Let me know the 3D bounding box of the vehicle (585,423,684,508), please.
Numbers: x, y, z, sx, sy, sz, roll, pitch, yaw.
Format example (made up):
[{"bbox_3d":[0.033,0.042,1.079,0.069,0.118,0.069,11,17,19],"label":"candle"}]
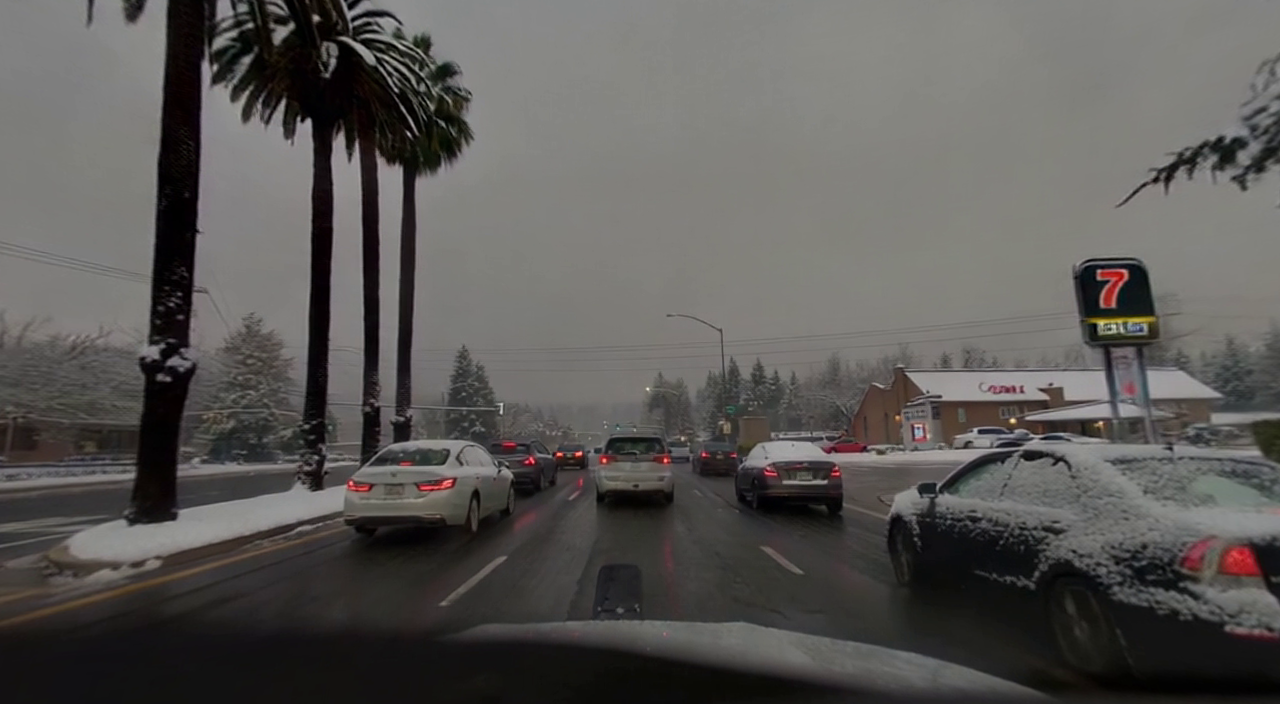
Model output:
[{"bbox_3d":[-0.134,2.824,16.082,2.164,1.867,4.254,0,-8,0],"label":"vehicle"}]

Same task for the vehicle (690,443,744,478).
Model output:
[{"bbox_3d":[3.403,4.865,28.574,1.880,1.476,3.932,0,-8,-1],"label":"vehicle"}]

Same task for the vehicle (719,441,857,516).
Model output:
[{"bbox_3d":[3.235,2.861,14.854,1.977,1.480,4.589,0,-8,-2],"label":"vehicle"}]

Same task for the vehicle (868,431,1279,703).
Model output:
[{"bbox_3d":[3.593,1.402,4.976,1.867,1.448,4.436,0,-8,-1],"label":"vehicle"}]

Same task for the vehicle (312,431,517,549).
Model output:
[{"bbox_3d":[-3.334,2.103,10.300,1.864,1.505,4.202,0,-8,-1],"label":"vehicle"}]
